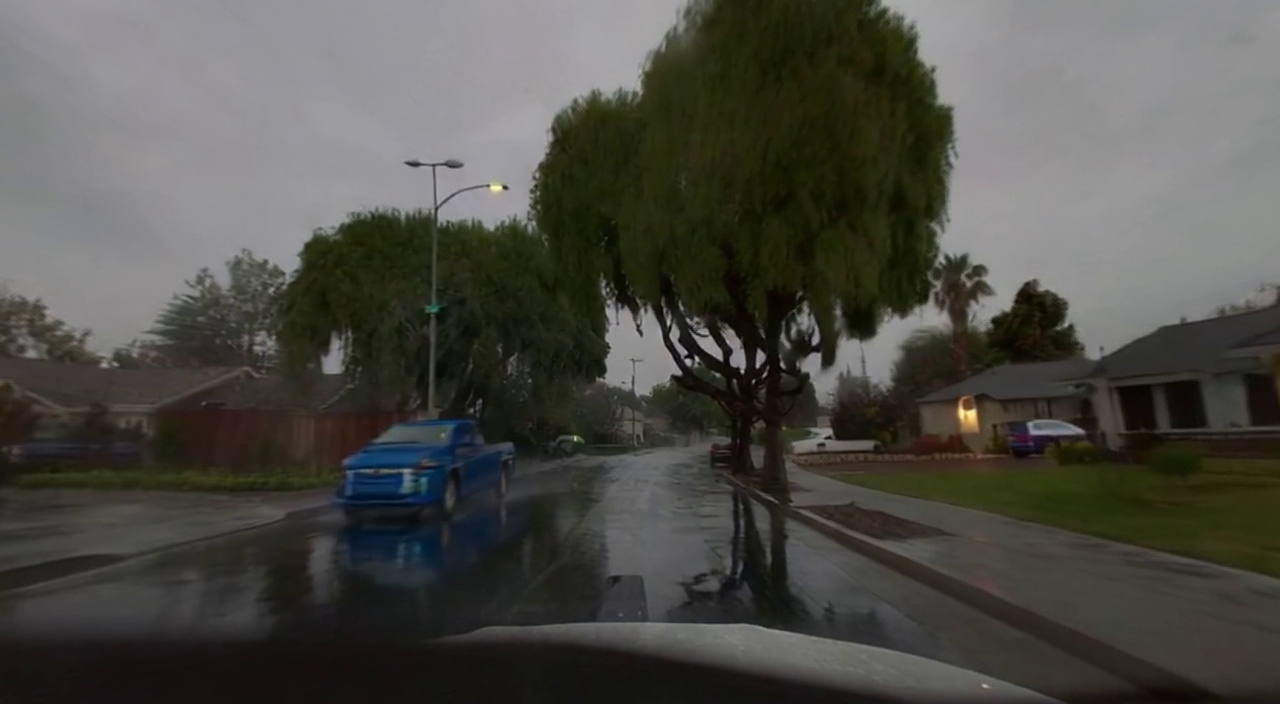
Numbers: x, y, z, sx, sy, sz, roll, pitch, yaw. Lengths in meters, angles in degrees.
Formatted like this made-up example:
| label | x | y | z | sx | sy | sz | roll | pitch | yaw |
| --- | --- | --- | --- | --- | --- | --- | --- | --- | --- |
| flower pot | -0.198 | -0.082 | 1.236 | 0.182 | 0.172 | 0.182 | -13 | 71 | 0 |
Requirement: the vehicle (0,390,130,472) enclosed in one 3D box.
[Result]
| label | x | y | z | sx | sy | sz | roll | pitch | yaw |
| --- | --- | --- | --- | --- | --- | --- | --- | --- | --- |
| vehicle | -21.111 | 2.798 | 22.341 | 4.119 | 2.697 | 2.226 | -1 | -7 | 2 |

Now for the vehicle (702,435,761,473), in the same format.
| label | x | y | z | sx | sy | sz | roll | pitch | yaw |
| --- | --- | --- | --- | --- | --- | --- | --- | --- | --- |
| vehicle | 4.261 | 4.845 | 30.167 | 2.051 | 1.676 | 4.497 | 0 | -9 | -1 |

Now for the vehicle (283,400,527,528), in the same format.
| label | x | y | z | sx | sy | sz | roll | pitch | yaw |
| --- | --- | --- | --- | --- | --- | --- | --- | --- | --- |
| vehicle | -4.337 | 2.285 | 13.504 | 2.274 | 2.008 | 6.986 | 0 | -9 | 2 |

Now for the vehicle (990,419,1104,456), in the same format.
| label | x | y | z | sx | sy | sz | roll | pitch | yaw |
| --- | --- | --- | --- | --- | --- | --- | --- | --- | --- |
| vehicle | 18.566 | 3.921 | 29.023 | 3.903 | 1.592 | 1.921 | -1 | -7 | 14 |

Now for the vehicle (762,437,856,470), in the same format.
| label | x | y | z | sx | sy | sz | roll | pitch | yaw |
| --- | --- | --- | --- | --- | --- | --- | --- | --- | --- |
| vehicle | 8.319 | 4.994 | 31.361 | 4.057 | 1.483 | 1.828 | 0 | -7 | -4 |
